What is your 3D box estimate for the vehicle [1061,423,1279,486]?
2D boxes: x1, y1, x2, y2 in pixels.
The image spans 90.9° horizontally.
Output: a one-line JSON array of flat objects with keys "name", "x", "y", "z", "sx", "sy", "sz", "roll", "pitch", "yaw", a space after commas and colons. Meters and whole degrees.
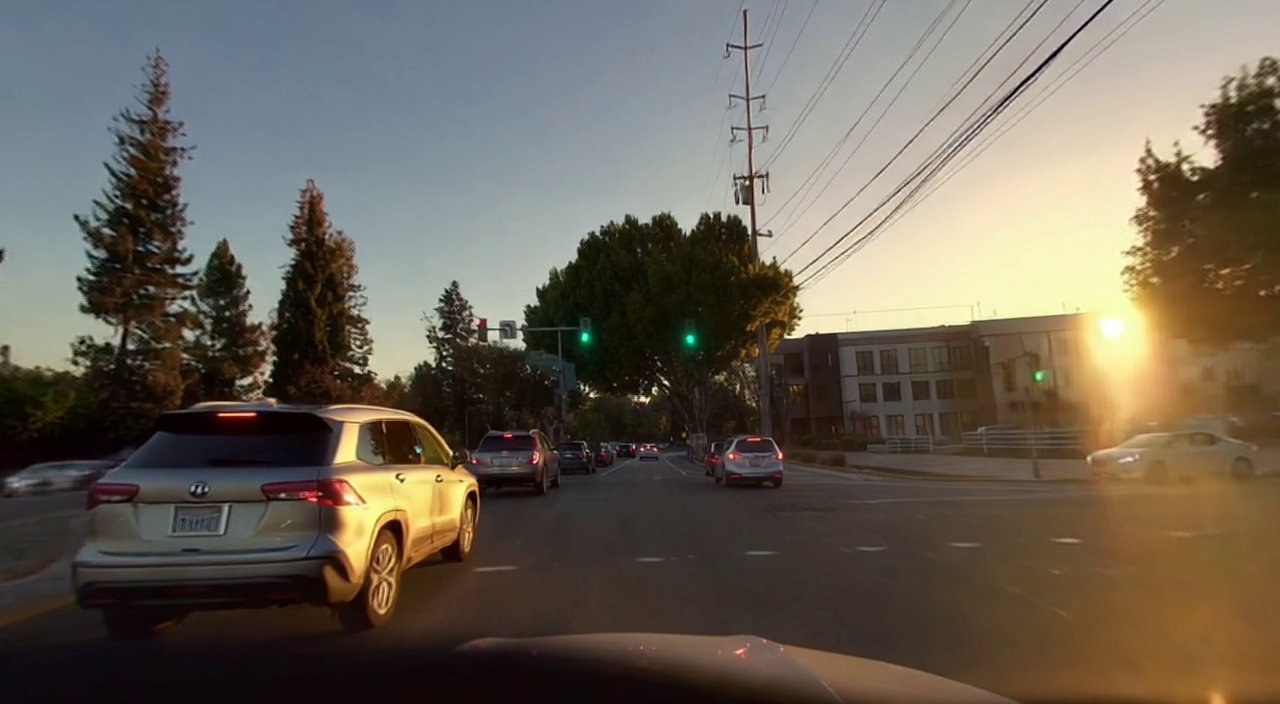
[{"name": "vehicle", "x": 14.323, "y": 2.789, "z": 17.234, "sx": 4.119, "sy": 1.574, "sz": 2.028, "roll": -2, "pitch": -9, "yaw": 13}]

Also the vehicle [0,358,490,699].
[{"name": "vehicle", "x": -2.960, "y": 1.229, "z": 5.489, "sx": 2.127, "sy": 1.754, "sz": 4.287, "roll": -1, "pitch": -8, "yaw": 2}]

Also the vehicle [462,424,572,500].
[{"name": "vehicle", "x": -3.116, "y": 2.889, "z": 16.941, "sx": 1.958, "sy": 1.744, "sz": 4.315, "roll": -1, "pitch": -8, "yaw": 1}]

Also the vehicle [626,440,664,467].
[{"name": "vehicle", "x": 0.306, "y": 6.167, "z": 38.530, "sx": 2.185, "sy": 1.515, "sz": 4.215, "roll": 0, "pitch": -8, "yaw": 1}]

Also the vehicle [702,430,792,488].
[{"name": "vehicle", "x": 3.492, "y": 3.584, "z": 21.479, "sx": 2.201, "sy": 1.734, "sz": 4.564, "roll": 0, "pitch": -8, "yaw": -1}]

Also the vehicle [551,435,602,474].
[{"name": "vehicle", "x": -2.938, "y": 4.846, "z": 29.955, "sx": 1.900, "sy": 1.677, "sz": 4.128, "roll": -1, "pitch": -8, "yaw": 1}]
